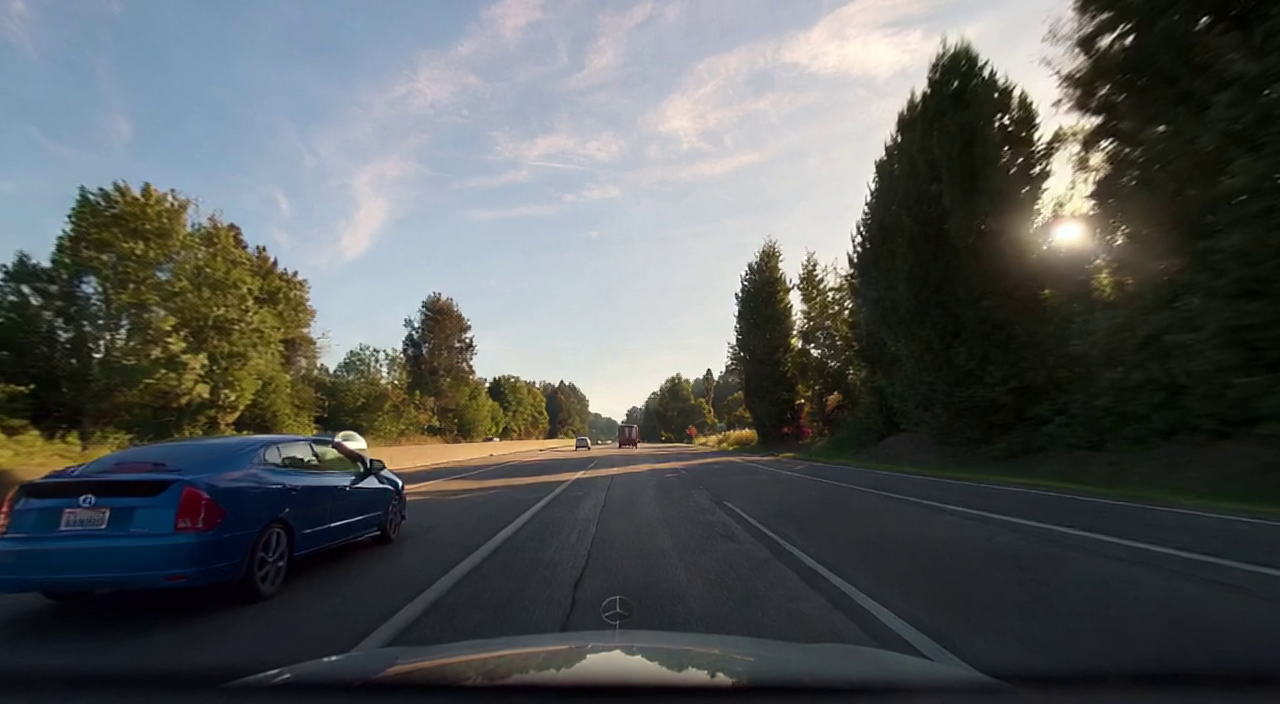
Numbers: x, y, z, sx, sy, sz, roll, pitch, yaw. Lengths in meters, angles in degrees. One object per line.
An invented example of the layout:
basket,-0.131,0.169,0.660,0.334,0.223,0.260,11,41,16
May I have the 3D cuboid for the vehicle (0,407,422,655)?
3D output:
vehicle,-3.736,1.357,5.915,1.931,1.483,4.105,0,-8,-1
